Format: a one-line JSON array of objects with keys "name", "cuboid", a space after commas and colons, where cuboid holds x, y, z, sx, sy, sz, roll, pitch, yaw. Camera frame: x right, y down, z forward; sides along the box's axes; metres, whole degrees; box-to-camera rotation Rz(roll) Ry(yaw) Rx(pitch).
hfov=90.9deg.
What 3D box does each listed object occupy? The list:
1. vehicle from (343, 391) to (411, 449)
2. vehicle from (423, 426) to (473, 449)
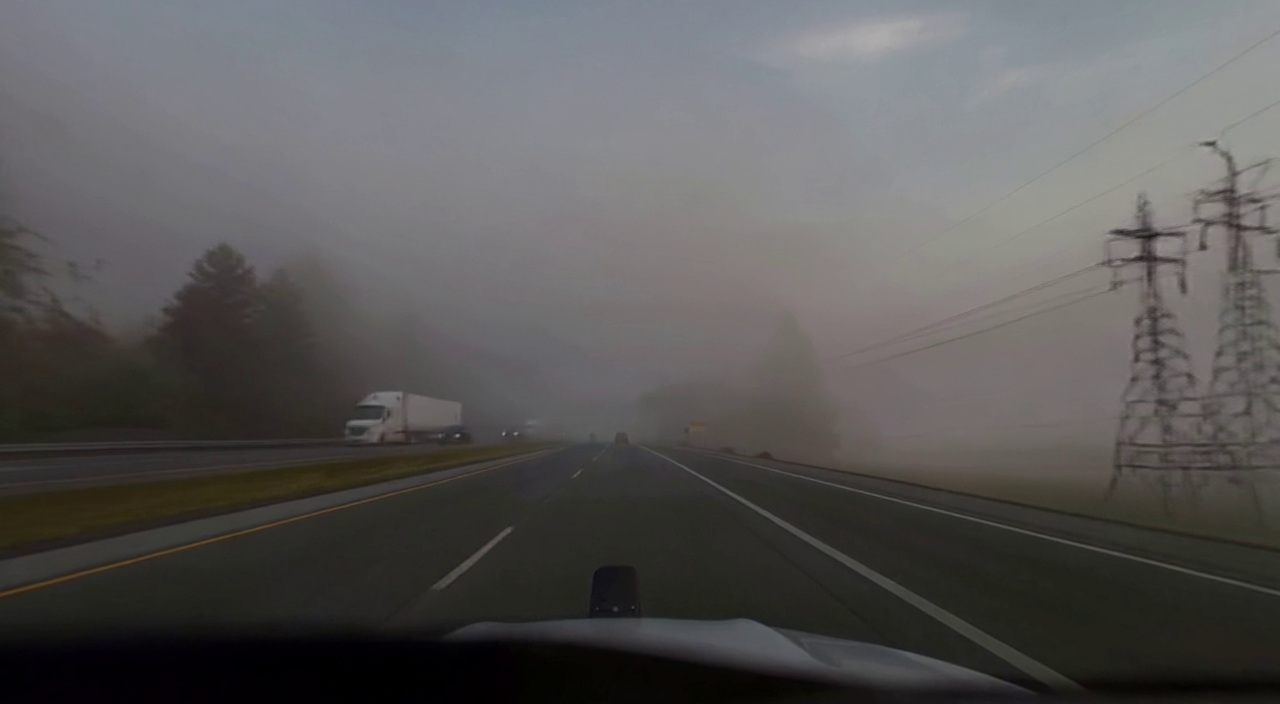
[{"name": "vehicle", "cuboid": [-17.044, 4.458, 40.990, 2.979, 3.649, 3.176, 0, -8, -2]}, {"name": "vehicle", "cuboid": [-12.945, 5.794, 42.859, 2.027, 1.453, 4.529, 0, -8, -1]}]
